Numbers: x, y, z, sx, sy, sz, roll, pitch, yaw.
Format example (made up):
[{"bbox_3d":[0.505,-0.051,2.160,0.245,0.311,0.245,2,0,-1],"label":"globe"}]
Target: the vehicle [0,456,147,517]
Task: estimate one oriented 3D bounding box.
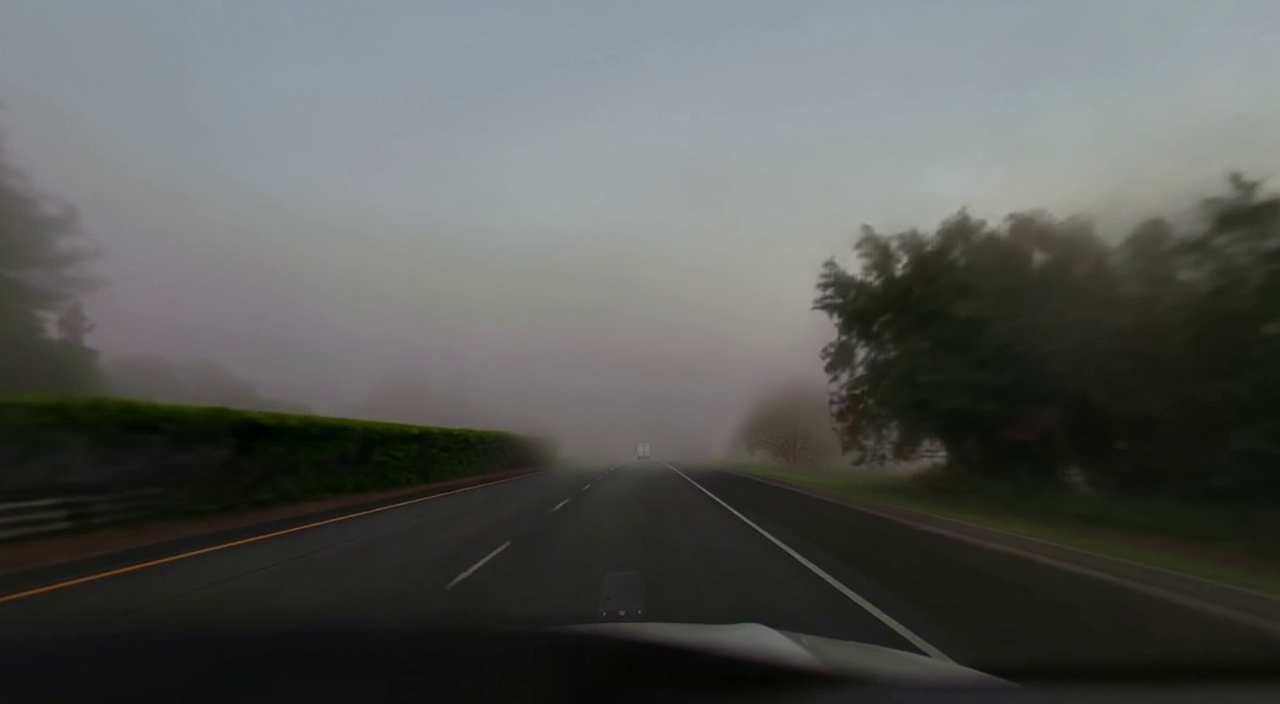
[{"bbox_3d":[-16.597,3.631,17.515,2.012,1.417,4.618,0,-9,1],"label":"vehicle"}]
